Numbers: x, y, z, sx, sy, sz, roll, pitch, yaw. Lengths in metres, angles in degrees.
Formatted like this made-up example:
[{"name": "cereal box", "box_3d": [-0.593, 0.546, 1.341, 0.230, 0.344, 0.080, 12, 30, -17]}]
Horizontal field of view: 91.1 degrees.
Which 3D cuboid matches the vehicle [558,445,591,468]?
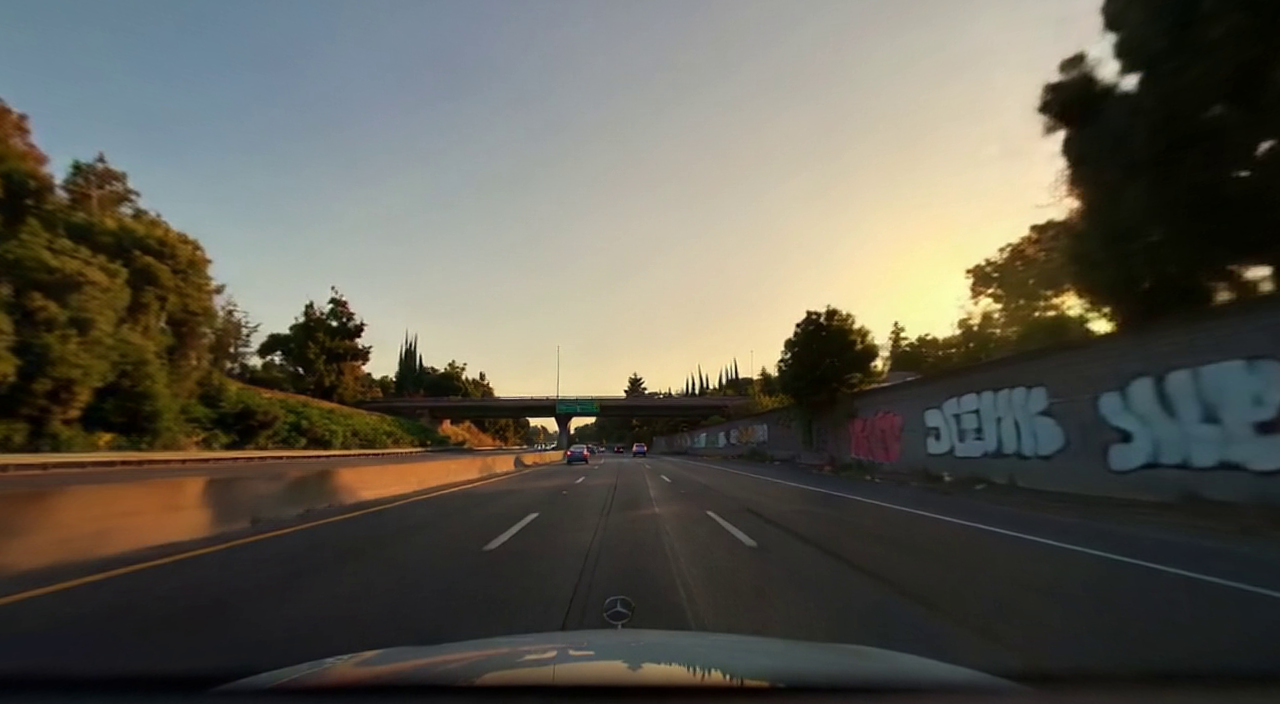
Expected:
[{"name": "vehicle", "box_3d": [-4.342, 6.974, 42.192, 1.871, 1.459, 3.771, 0, -9, -1]}]
